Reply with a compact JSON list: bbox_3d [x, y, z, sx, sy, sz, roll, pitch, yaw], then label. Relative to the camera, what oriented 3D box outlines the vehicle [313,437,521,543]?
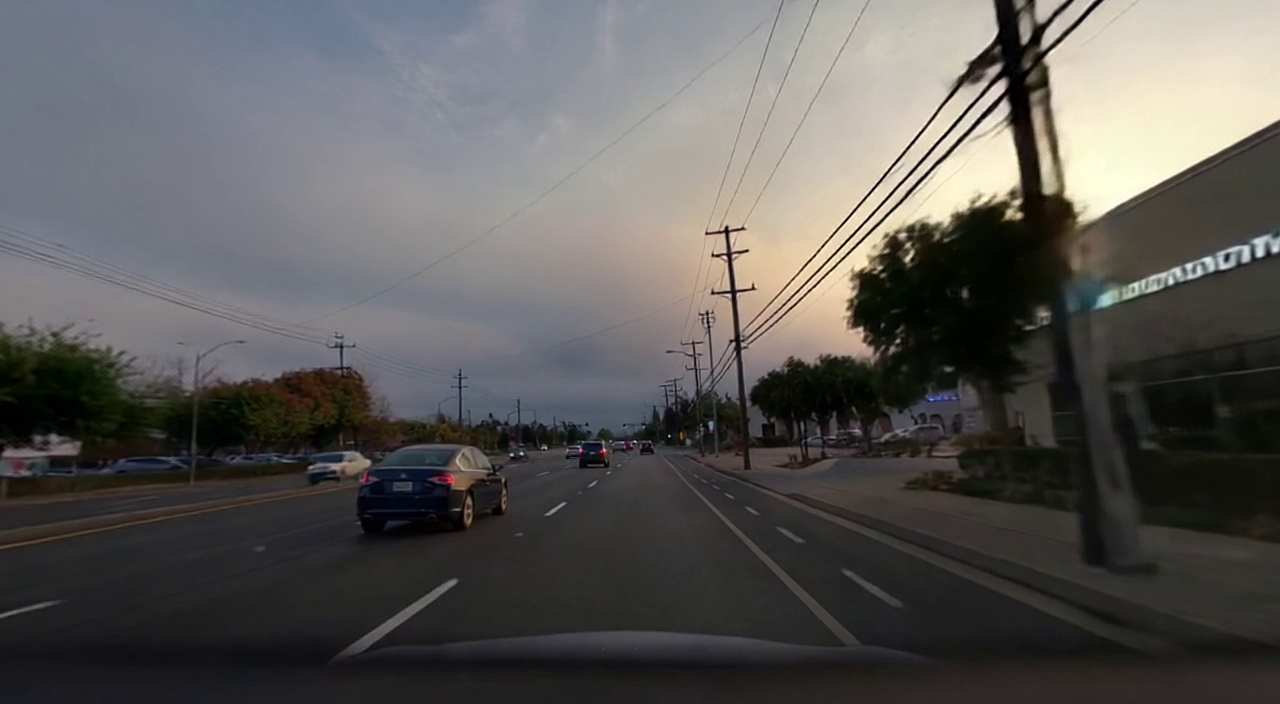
[{"bbox_3d":[-3.571,2.283,11.143,1.942,1.469,4.426,0,-9,2],"label":"vehicle"}]

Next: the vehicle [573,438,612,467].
[{"bbox_3d":[-3.010,6.524,40.830,2.087,1.736,4.311,0,-9,2],"label":"vehicle"}]

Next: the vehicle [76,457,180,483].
[{"bbox_3d":[-40.153,9.256,49.619,5.876,1.927,2.237,4,-10,-26],"label":"vehicle"}]
